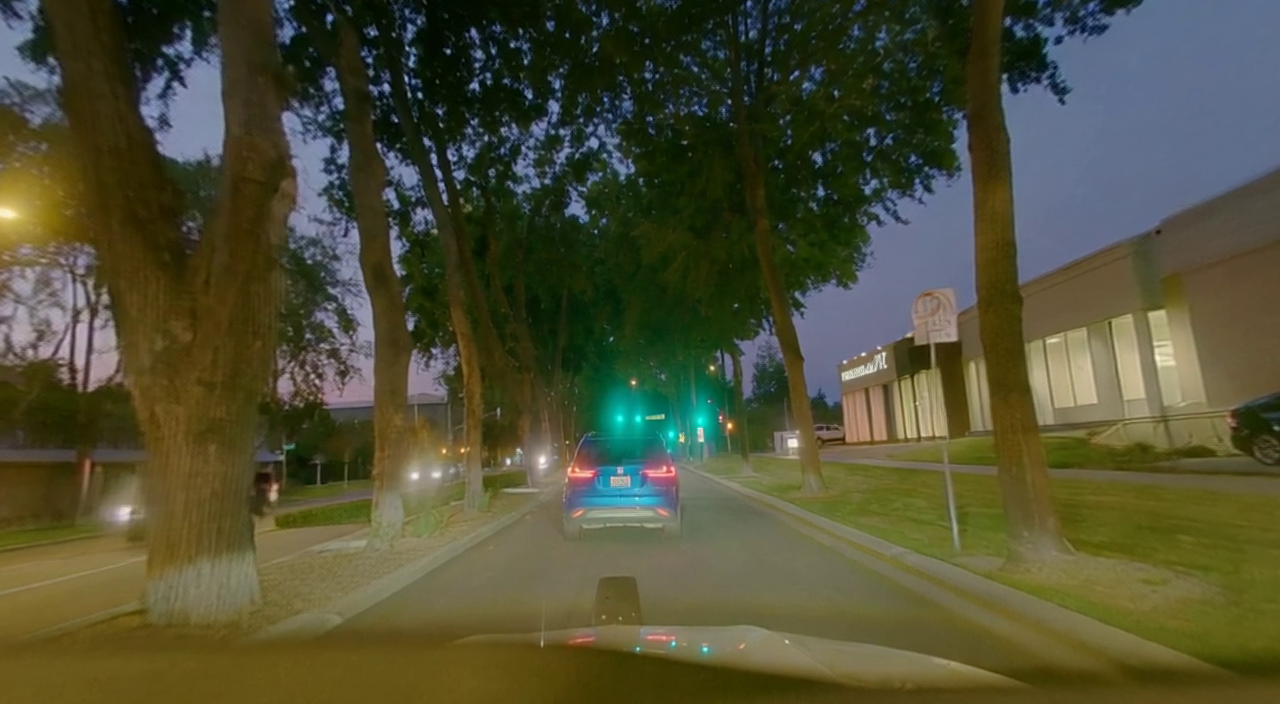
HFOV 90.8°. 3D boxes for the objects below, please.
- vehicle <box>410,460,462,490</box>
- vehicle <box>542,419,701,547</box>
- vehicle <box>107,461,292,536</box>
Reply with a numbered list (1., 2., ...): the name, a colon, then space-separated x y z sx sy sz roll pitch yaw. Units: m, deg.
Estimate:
1. vehicle: -12.205 7.374 38.057 1.714 1.578 4.218 0 -8 0
2. vehicle: -0.259 2.059 10.522 2.136 1.703 3.910 0 -8 0
3. vehicle: -12.273 4.066 18.092 1.971 1.718 4.539 0 -8 0
